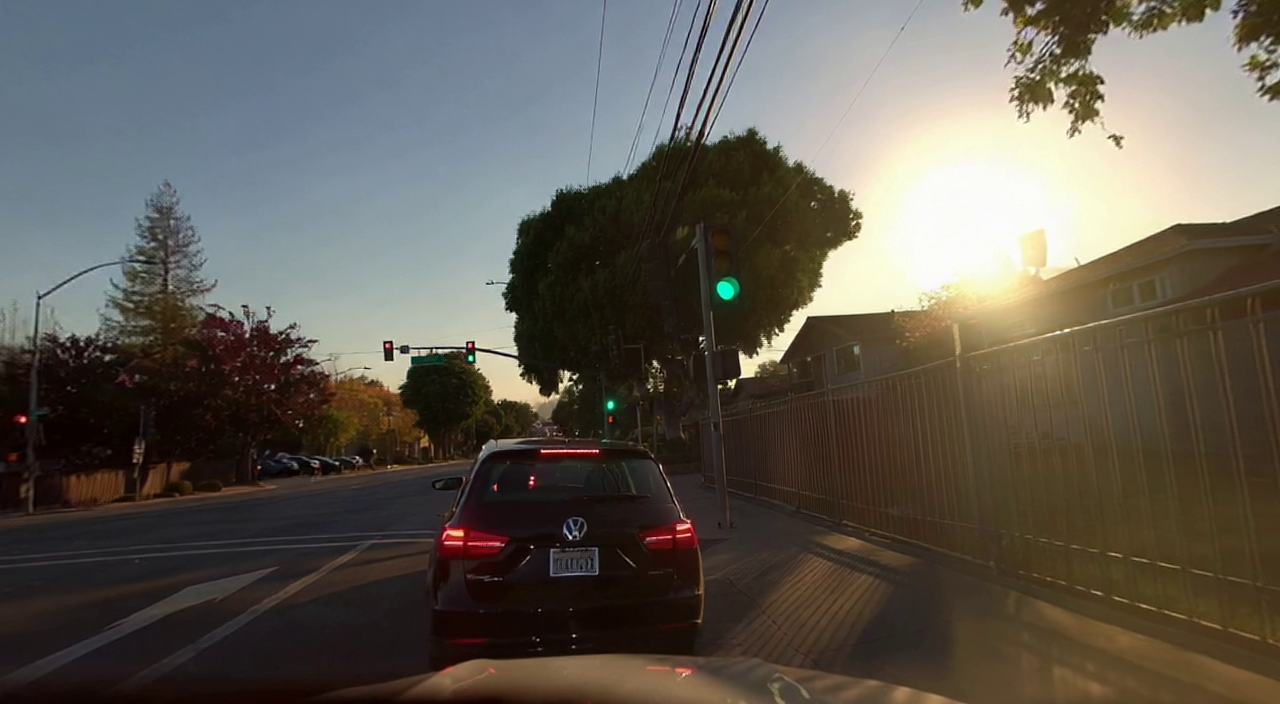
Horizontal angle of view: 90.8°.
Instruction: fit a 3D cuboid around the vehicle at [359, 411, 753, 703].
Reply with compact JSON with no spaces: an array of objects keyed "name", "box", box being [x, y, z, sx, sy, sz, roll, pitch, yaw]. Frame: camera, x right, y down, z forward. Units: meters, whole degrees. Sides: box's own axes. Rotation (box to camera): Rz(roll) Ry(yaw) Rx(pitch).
[{"name":"vehicle","box":[-0.678,1.339,5.181,2.024,1.502,3.702,1,-8,-9]}]
